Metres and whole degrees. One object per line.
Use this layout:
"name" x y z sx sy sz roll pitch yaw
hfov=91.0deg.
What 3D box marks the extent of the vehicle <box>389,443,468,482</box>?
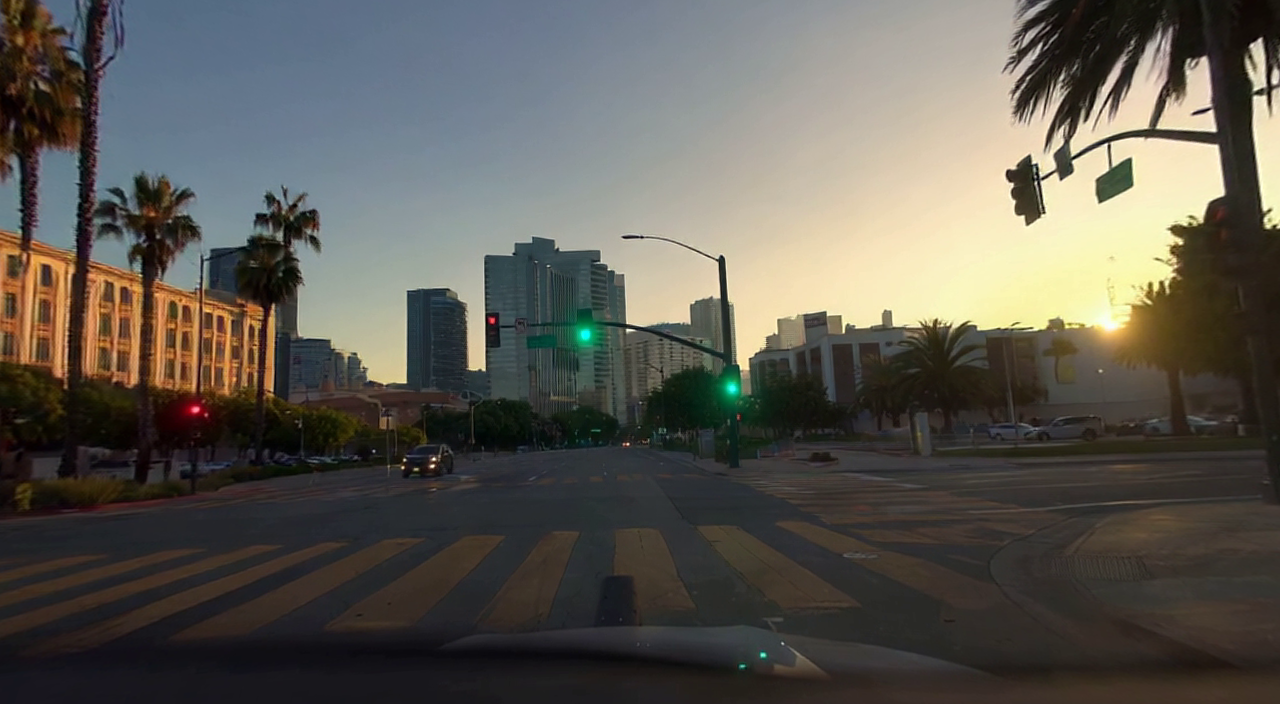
"vehicle" -10.732 5.606 32.361 2.270 1.833 4.860 0 -9 1
